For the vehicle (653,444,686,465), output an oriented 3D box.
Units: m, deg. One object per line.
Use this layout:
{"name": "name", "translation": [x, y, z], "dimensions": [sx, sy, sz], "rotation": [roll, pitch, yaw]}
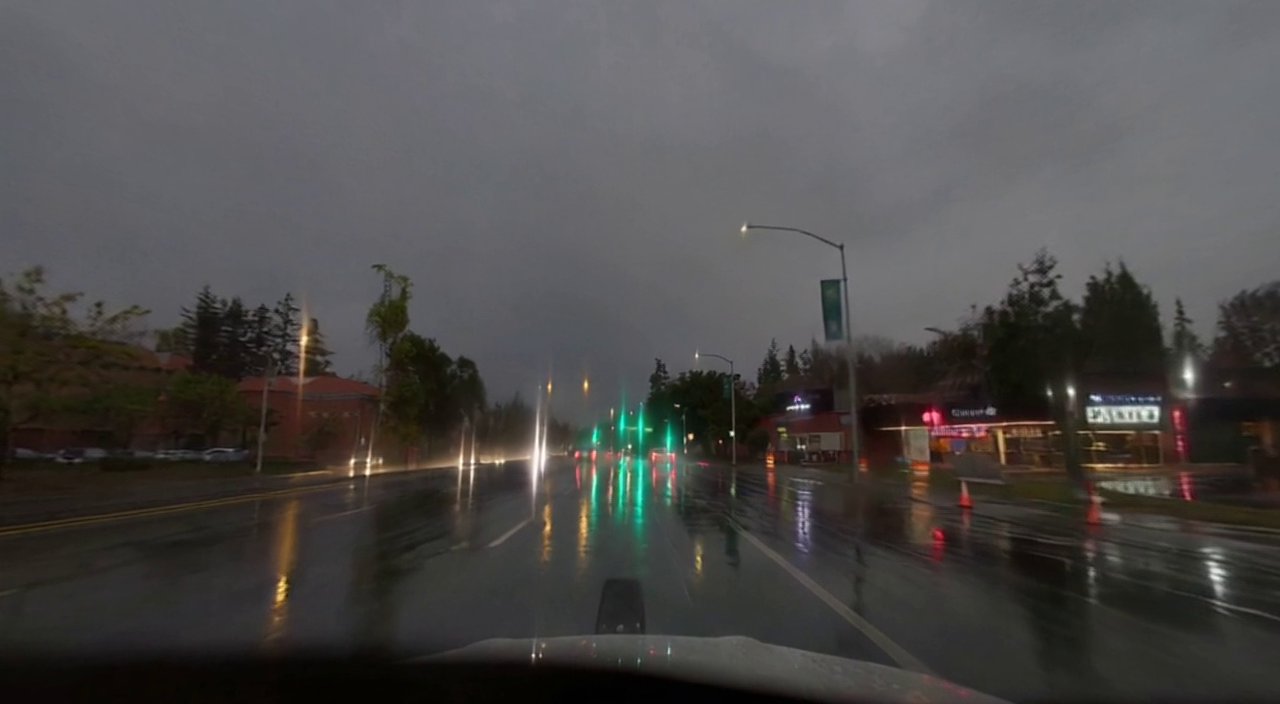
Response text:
{"name": "vehicle", "translation": [2.210, 7.823, 48.426], "dimensions": [2.063, 1.483, 4.226], "rotation": [0, -9, -3]}
